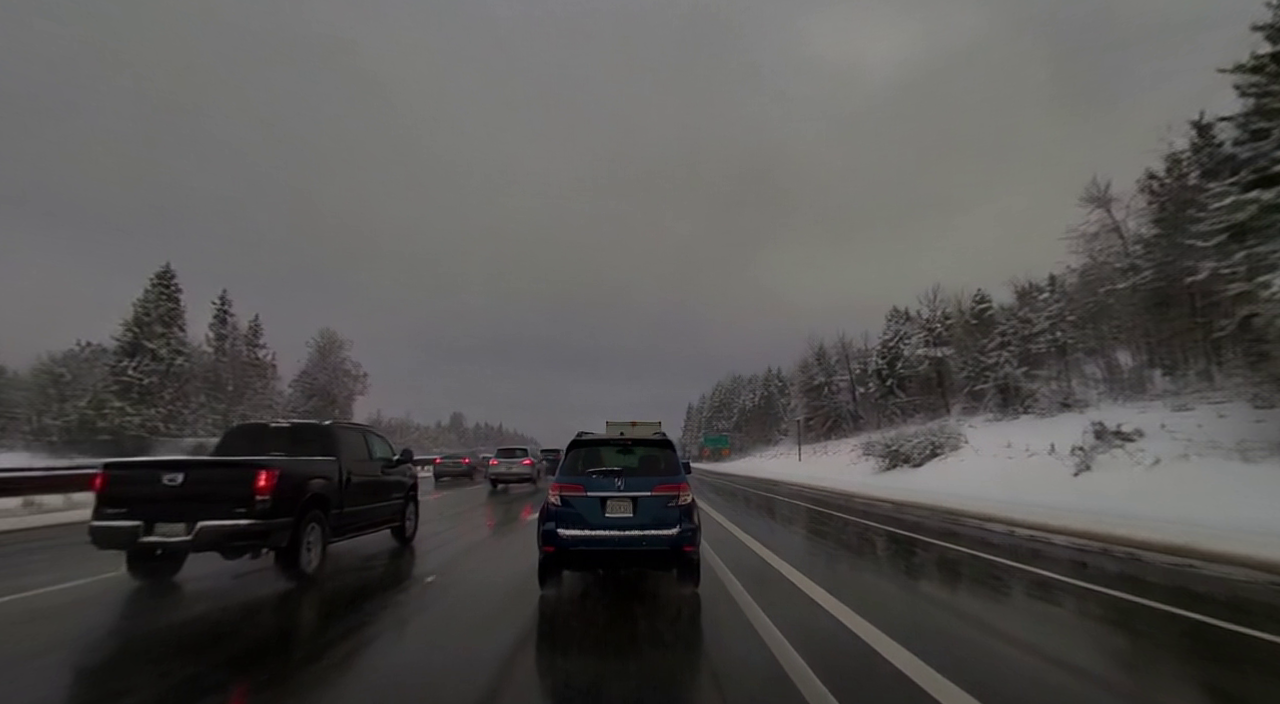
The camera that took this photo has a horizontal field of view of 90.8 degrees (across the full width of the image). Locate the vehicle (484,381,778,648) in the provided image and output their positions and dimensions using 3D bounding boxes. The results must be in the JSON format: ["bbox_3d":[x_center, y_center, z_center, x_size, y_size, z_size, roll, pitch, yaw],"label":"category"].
[{"bbox_3d":[-0.089,1.361,6.080,1.995,1.798,3.380,0,-9,-1],"label":"vehicle"}]

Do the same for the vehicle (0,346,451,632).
[{"bbox_3d":[-3.948,1.386,7.230,2.055,2.144,4.782,0,-9,0],"label":"vehicle"}]
